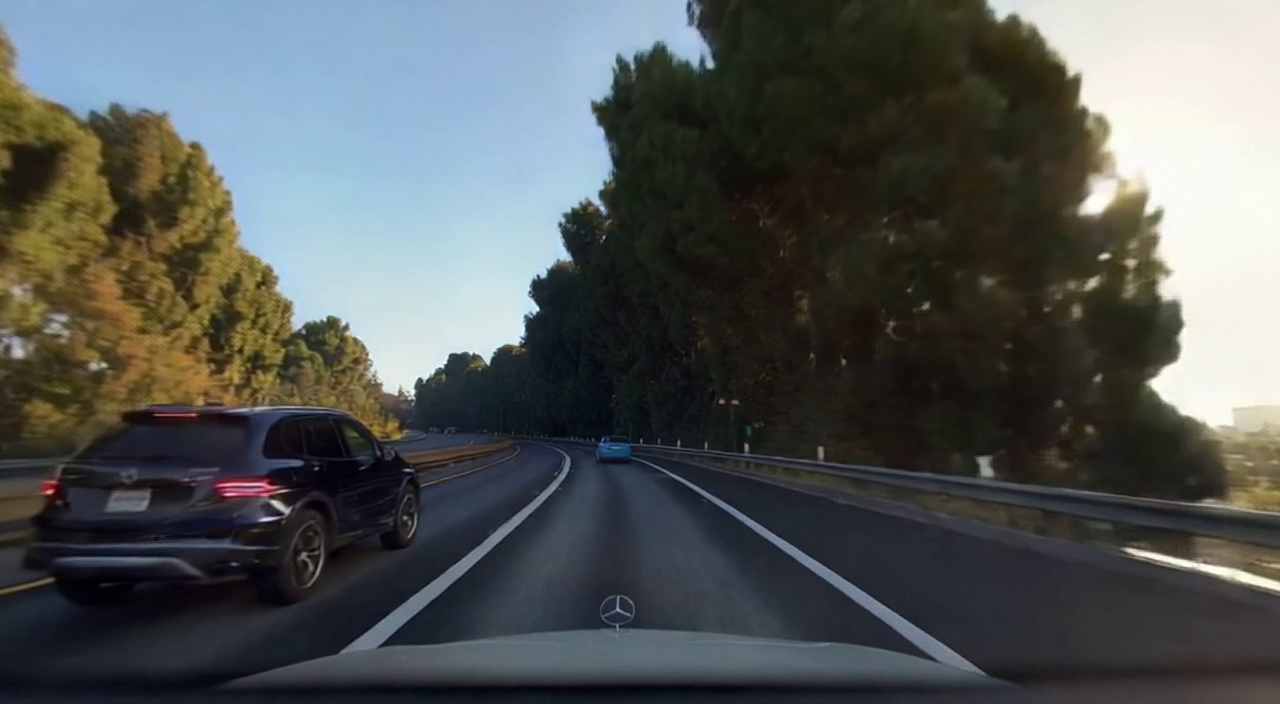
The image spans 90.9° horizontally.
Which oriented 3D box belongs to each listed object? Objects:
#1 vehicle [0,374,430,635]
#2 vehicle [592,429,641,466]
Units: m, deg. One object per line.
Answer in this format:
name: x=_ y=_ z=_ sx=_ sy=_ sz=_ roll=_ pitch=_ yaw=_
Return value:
vehicle: x=-4.129 y=1.409 z=6.930 sx=2.053 sy=1.847 sz=4.760 roll=0 pitch=-8 yaw=-1
vehicle: x=-1.308 y=5.096 z=33.794 sx=2.452 sy=1.857 sz=4.022 roll=1 pitch=-8 yaw=-4
